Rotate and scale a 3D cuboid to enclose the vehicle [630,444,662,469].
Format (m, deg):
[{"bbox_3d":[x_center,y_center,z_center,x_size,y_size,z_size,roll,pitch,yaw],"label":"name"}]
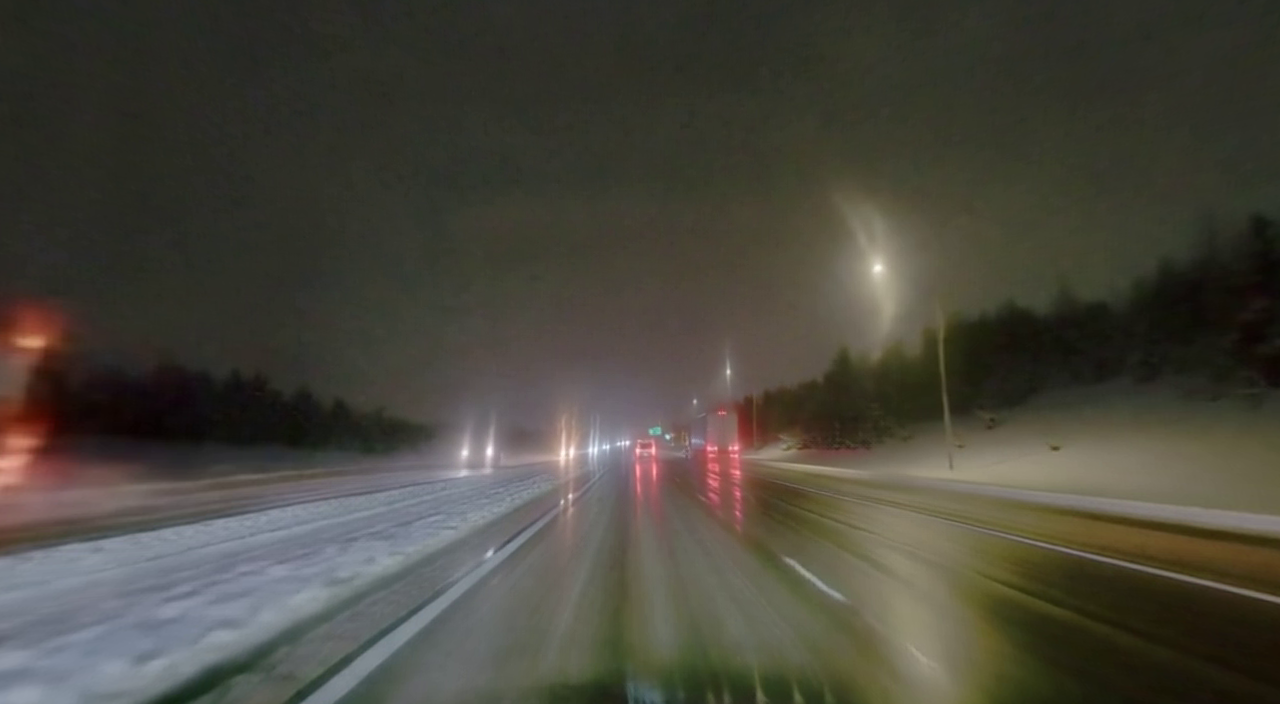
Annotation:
[{"bbox_3d":[0.366,7.034,42.352,2.024,1.579,3.707,-1,-9,0],"label":"vehicle"}]
